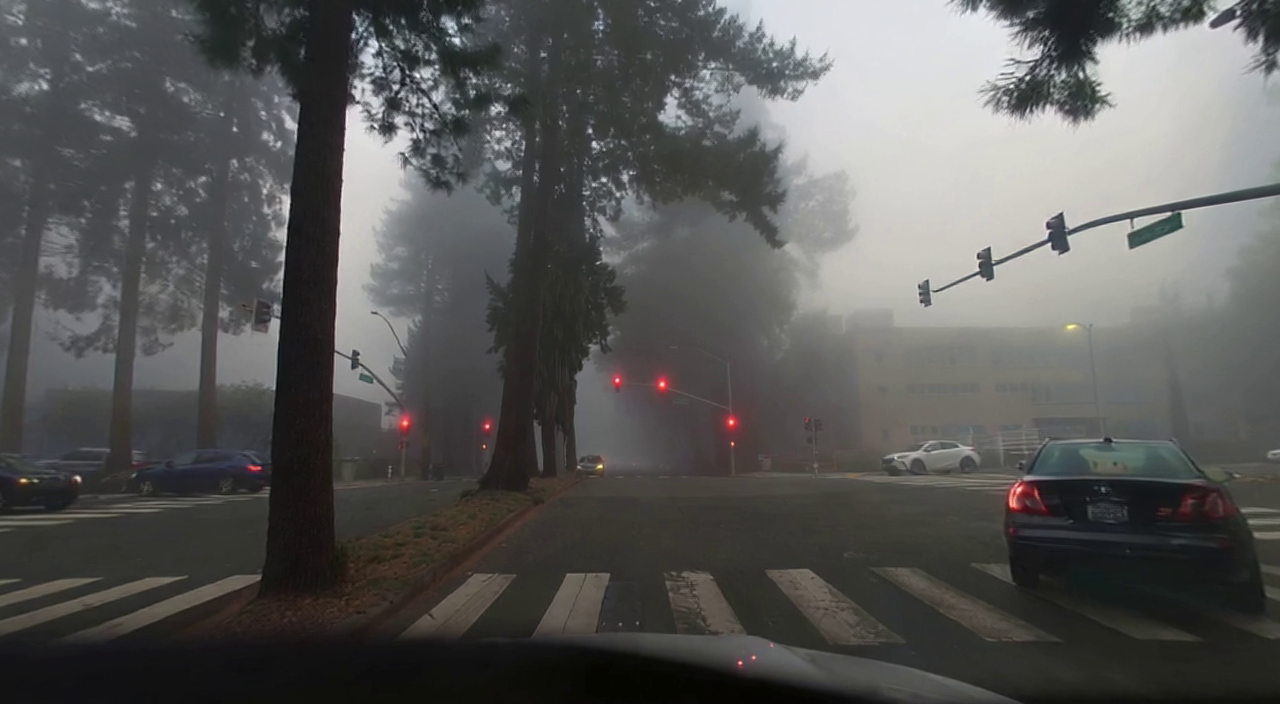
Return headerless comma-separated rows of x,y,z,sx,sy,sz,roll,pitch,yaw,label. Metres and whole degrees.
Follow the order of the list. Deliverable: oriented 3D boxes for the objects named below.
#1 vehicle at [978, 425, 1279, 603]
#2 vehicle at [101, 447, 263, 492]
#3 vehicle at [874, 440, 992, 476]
5.680,1.780,8.033,2.189,1.536,4.492,-4,-9,26,vehicle
-19.161,4.949,26.648,4.798,1.763,2.536,0,-10,0,vehicle
16.183,5.873,35.148,5.220,1.897,2.596,0,-8,0,vehicle
